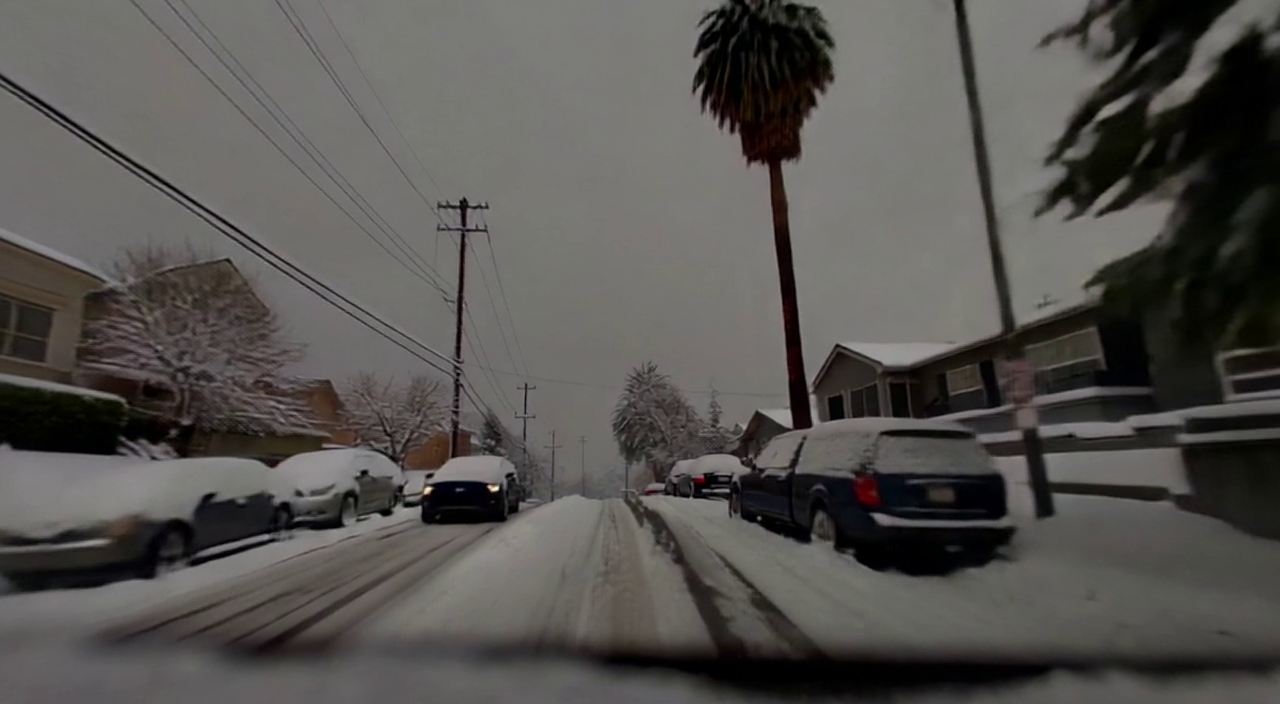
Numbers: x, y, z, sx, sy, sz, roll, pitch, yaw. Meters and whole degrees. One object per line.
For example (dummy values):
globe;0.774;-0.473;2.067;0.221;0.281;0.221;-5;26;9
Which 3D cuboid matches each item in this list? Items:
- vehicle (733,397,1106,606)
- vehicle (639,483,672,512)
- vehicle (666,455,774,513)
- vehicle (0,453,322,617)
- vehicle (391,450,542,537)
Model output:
vehicle;3.211;1.886;9.219;2.358;2.008;5.957;0;-8;-4
vehicle;0.895;8.952;38.961;1.756;1.455;3.965;0;-8;-3
vehicle;2.308;4.001;19.597;2.212;1.476;4.678;1;-8;-7
vehicle;-6.184;2.160;8.461;1.889;1.499;4.468;1;-8;-6
vehicle;-3.482;2.911;13.646;2.060;1.483;4.574;0;-8;-1
